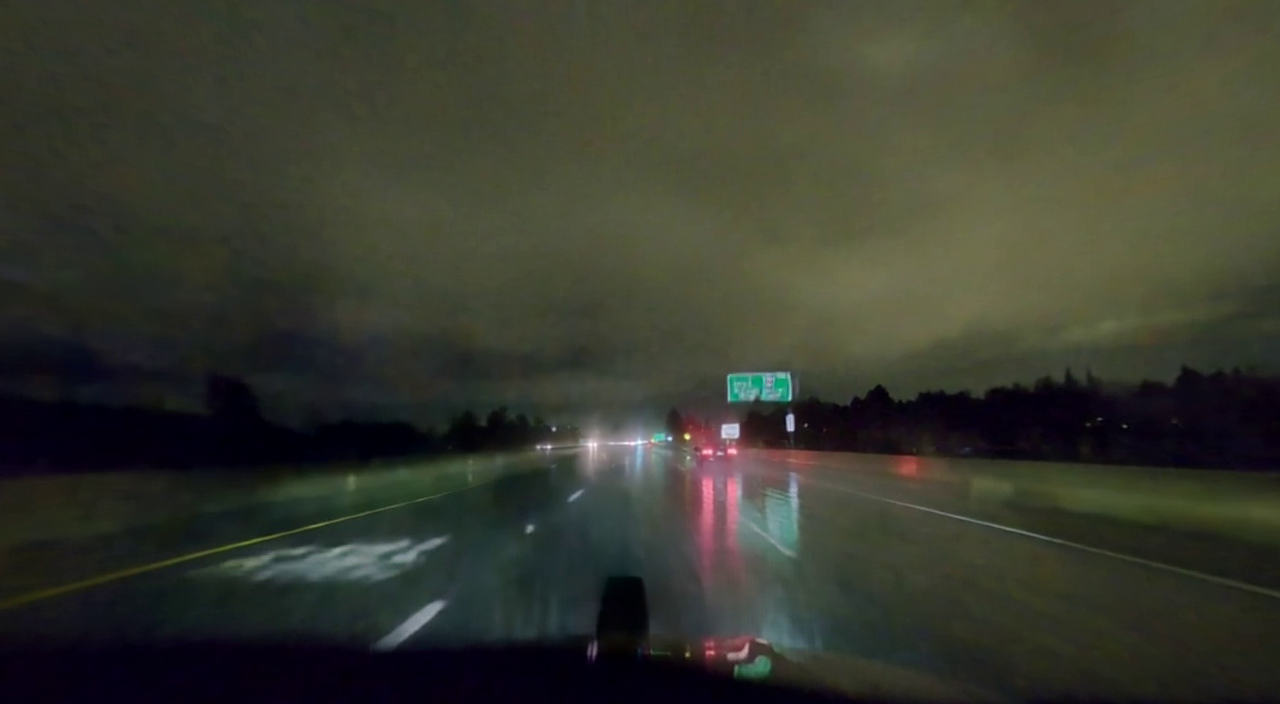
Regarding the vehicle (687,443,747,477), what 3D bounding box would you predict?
[{"bbox_3d":[3.563,5.057,29.969,2.193,1.462,4.533,0,-8,-1],"label":"vehicle"}]
